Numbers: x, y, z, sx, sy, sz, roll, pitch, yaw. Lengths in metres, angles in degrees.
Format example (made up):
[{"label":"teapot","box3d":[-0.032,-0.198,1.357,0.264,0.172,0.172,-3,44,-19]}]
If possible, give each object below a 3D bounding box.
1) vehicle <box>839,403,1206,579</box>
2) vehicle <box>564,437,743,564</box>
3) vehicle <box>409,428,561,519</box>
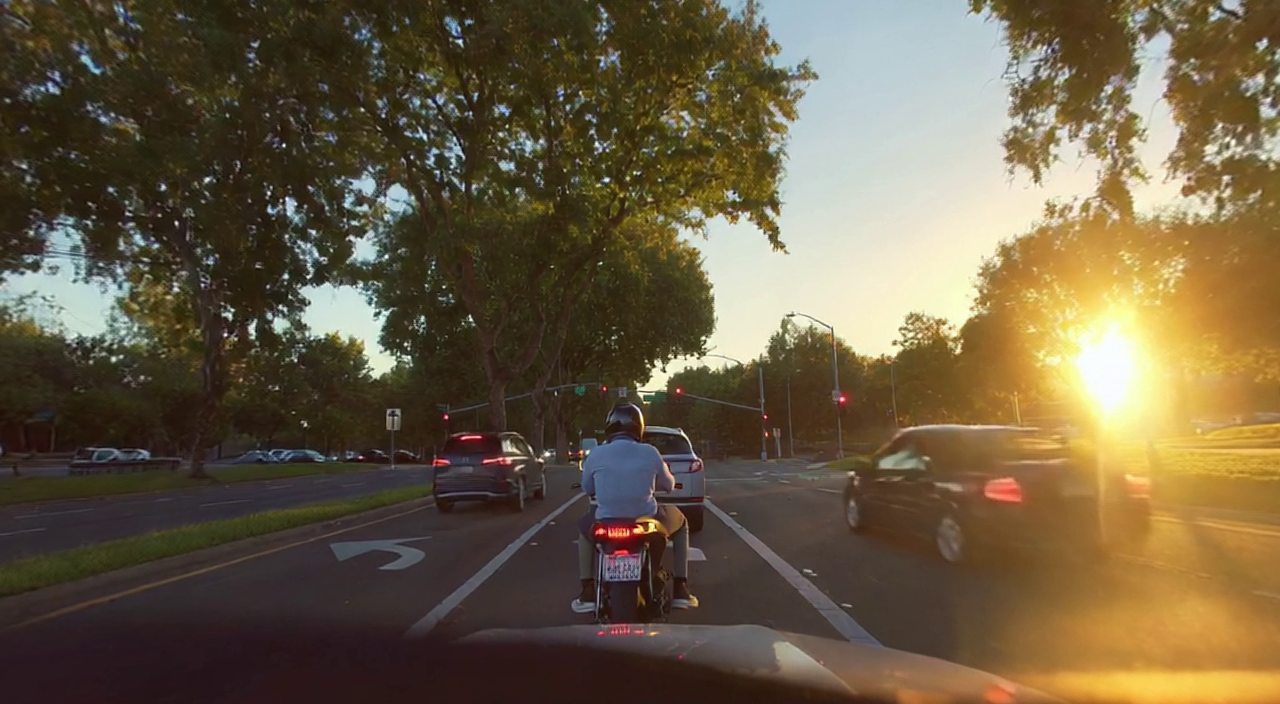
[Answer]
[{"label":"vehicle","box3d":[4.334,1.631,8.207,2.075,1.661,4.229,0,-8,0]},{"label":"vehicle","box3d":[0.126,2.059,9.651,2.093,1.450,4.437,0,-8,-1]},{"label":"vehicle","box3d":[-3.195,2.622,14.250,2.056,1.647,5.045,-1,-8,1]}]
